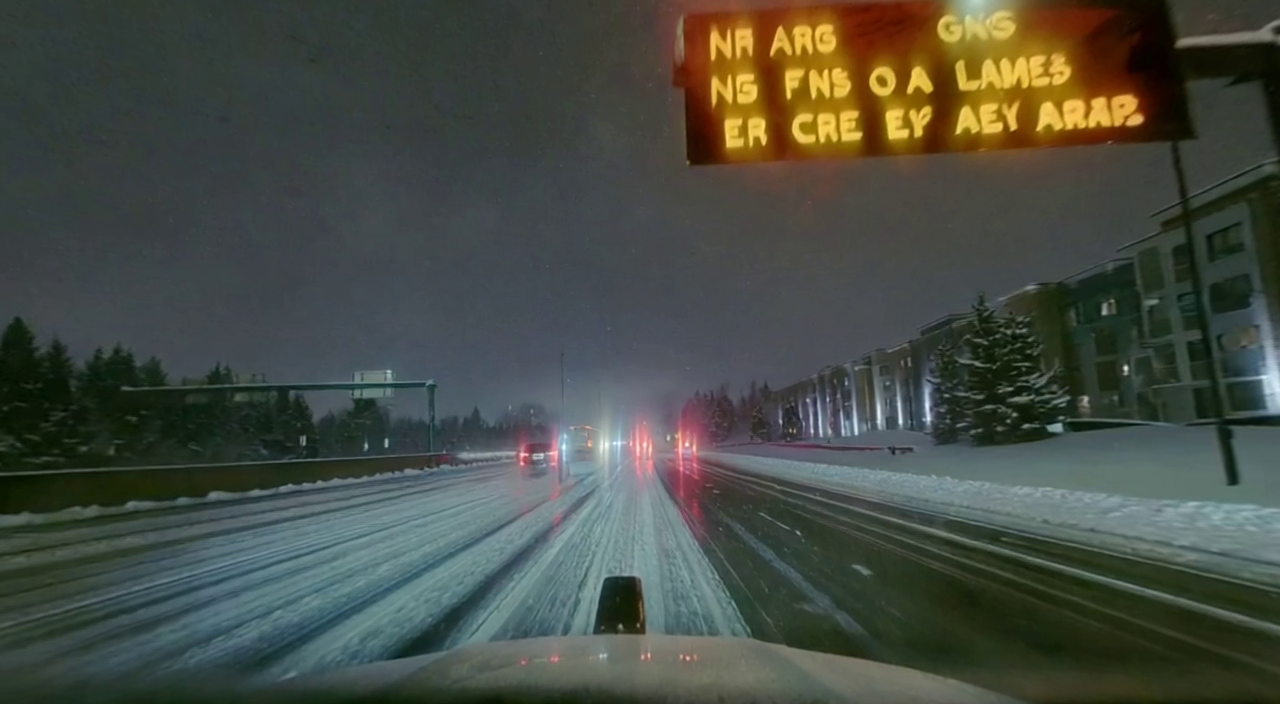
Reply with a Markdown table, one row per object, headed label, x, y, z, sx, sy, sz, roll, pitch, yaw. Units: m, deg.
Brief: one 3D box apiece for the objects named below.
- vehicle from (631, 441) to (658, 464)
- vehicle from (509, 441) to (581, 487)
| label | x | y | z | sx | sy | sz | roll | pitch | yaw |
| --- | --- | --- | --- | --- | --- | --- | --- | --- | --- |
| vehicle | 0.309 | 7.937 | 49.826 | 2.021 | 1.666 | 4.108 | 0 | -9 | 0 |
| vehicle | -3.646 | 4.409 | 25.077 | 2.195 | 1.630 | 4.336 | 0 | -9 | 0 |
